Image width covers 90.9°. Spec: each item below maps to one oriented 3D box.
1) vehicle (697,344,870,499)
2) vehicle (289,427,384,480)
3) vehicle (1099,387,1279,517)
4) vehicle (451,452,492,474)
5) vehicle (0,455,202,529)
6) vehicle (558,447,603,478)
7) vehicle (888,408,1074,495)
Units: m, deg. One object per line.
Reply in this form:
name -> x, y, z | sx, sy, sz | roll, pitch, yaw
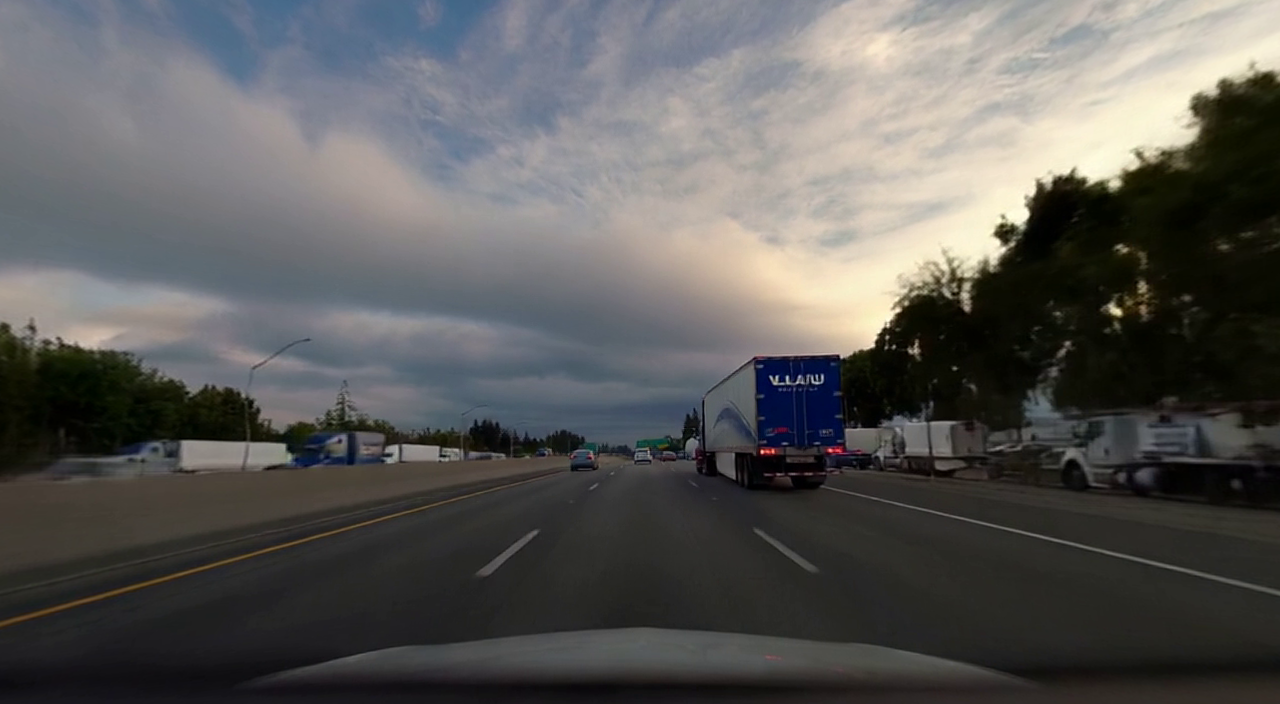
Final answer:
vehicle -> 4.397, 2.902, 23.729 | 2.847, 4.075, 14.244 | 0, -9, -1
vehicle -> -20.028, 6.761, 42.214 | 2.593, 3.234, 7.371 | 0, -9, 0
vehicle -> 17.731, 2.716, 17.160 | 2.809, 3.269, 10.050 | 0, -9, 0
vehicle -> -12.216, 8.068, 45.957 | 1.793, 1.455, 4.263 | 0, -8, 0
vehicle -> -12.314, 3.091, 14.453 | 1.741, 1.414, 3.887 | 0, -9, -1
vehicle -> -3.265, 6.149, 35.401 | 2.107, 1.626, 4.804 | 0, -9, -1
vehicle -> 18.643, 5.729, 36.430 | 2.828, 3.967, 14.191 | 1, -9, 0
